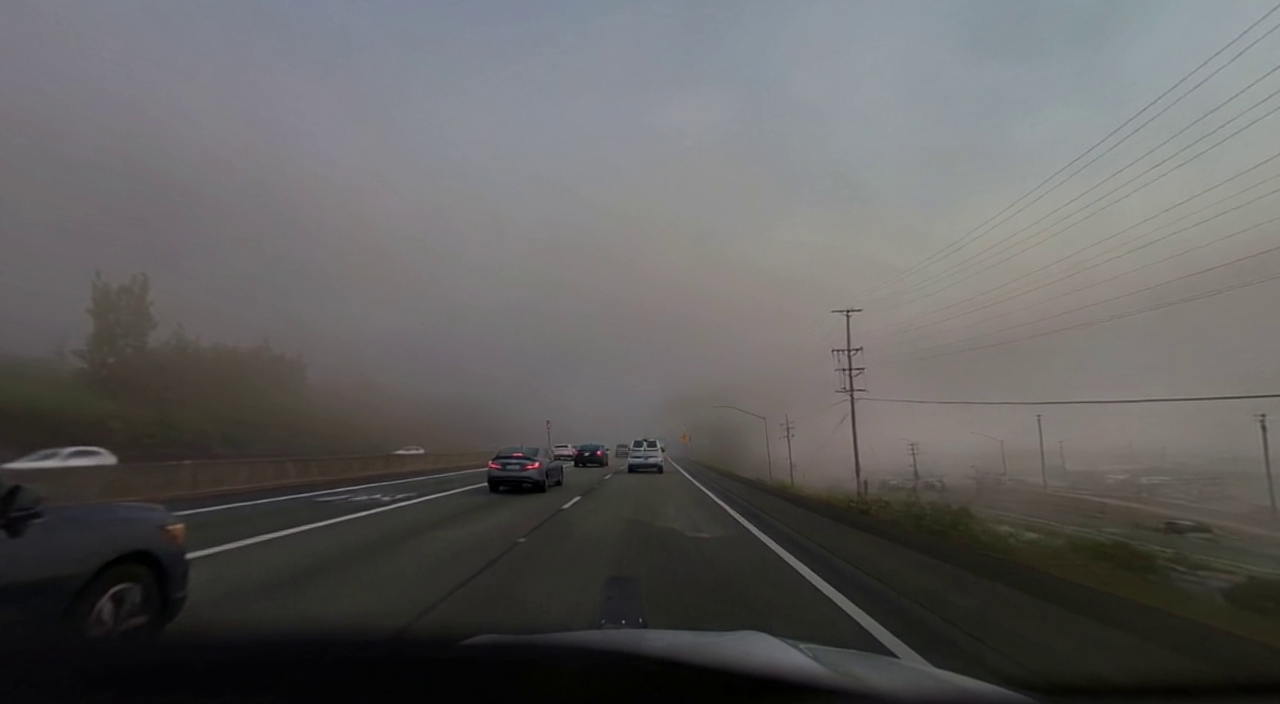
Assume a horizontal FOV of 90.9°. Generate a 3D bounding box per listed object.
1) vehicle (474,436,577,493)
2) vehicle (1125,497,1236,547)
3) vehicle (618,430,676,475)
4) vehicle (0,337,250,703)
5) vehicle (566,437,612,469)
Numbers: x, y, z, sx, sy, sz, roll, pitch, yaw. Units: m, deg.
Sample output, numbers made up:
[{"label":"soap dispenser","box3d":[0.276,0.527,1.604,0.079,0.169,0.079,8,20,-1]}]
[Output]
[{"label":"vehicle","box3d":[-3.233,3.290,18.826,2.092,1.464,4.466,0,-8,2]},{"label":"vehicle","box3d":[30.652,9.576,36.056,2.164,2.048,5.656,-2,-8,11]},{"label":"vehicle","box3d":[0.334,4.361,27.502,2.319,1.813,4.274,0,-8,1]},{"label":"vehicle","box3d":[-3.824,0.730,2.087,2.104,1.754,4.515,0,-8,1]},{"label":"vehicle","box3d":[-2.867,5.814,36.535,2.051,1.695,4.731,-1,-8,3]}]
